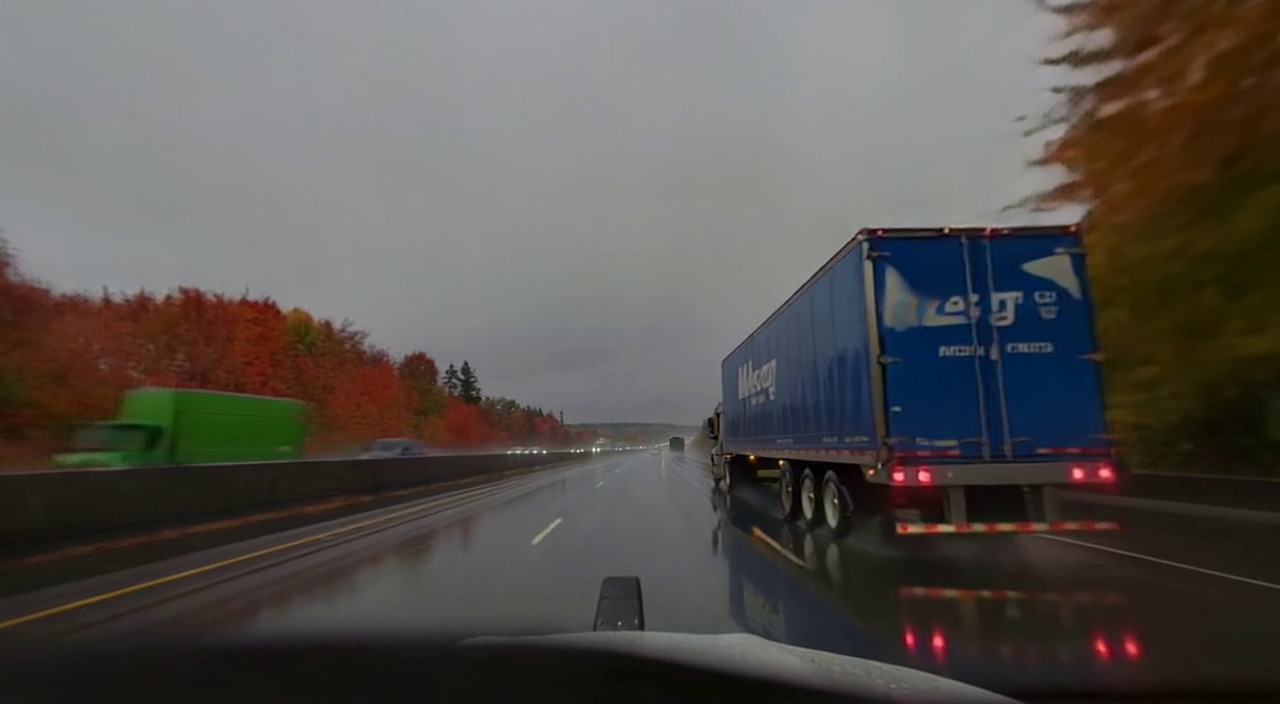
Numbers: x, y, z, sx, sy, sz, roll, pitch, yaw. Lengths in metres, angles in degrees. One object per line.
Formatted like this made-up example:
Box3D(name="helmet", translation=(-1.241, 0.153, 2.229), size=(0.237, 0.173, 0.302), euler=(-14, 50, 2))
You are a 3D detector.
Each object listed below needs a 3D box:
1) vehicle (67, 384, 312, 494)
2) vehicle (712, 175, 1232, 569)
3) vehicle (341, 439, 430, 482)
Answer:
Box3D(name="vehicle", translation=(-19.297, 3.994, 28.333), size=(2.995, 4.004, 10.610), euler=(-1, -9, 1))
Box3D(name="vehicle", translation=(4.079, 1.395, 14.448), size=(3.003, 3.880, 16.814), euler=(0, -9, 0))
Box3D(name="vehicle", translation=(-11.937, 5.123, 29.812), size=(2.079, 1.811, 4.980), euler=(-1, -9, 1))
